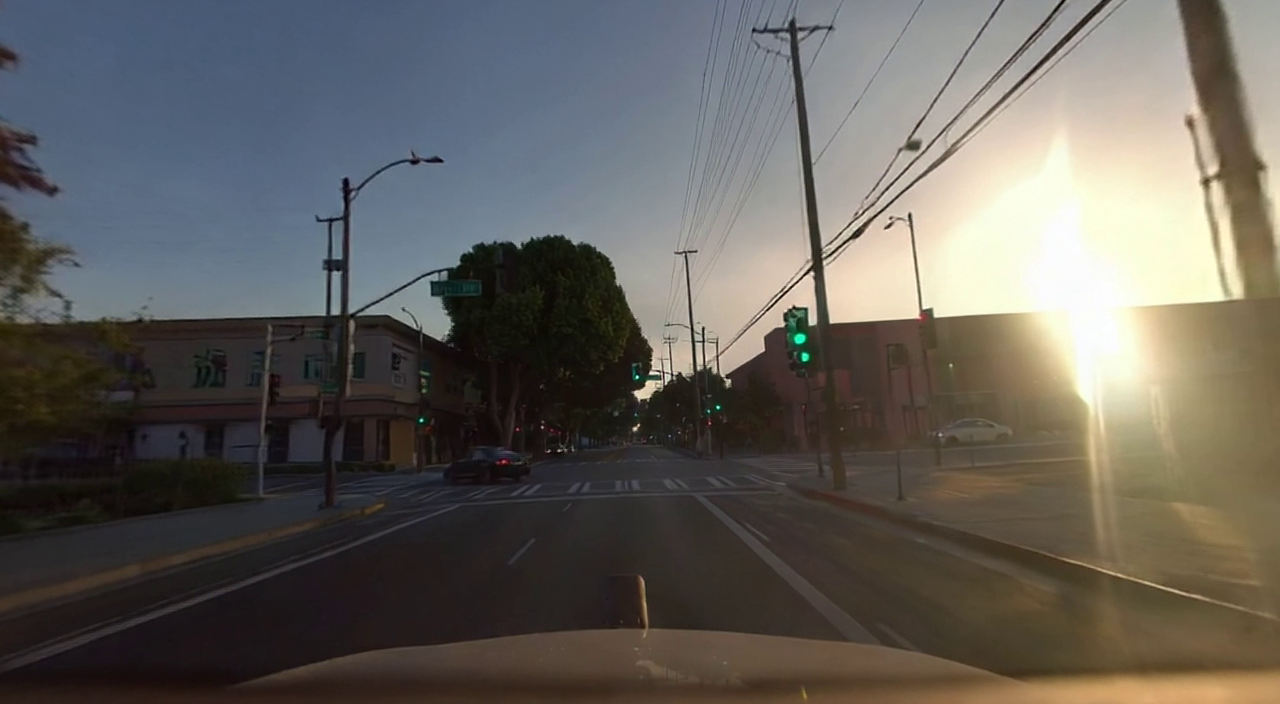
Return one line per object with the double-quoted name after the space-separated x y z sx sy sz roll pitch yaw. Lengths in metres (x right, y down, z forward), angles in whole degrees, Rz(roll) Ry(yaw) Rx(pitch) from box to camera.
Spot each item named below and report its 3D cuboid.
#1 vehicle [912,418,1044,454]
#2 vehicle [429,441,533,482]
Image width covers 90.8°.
14.598 3.651 27.470 4.632 1.484 1.907 0 -8 -1 "vehicle"
-6.878 4.612 27.038 4.624 1.478 2.118 -8 -7 42 "vehicle"
